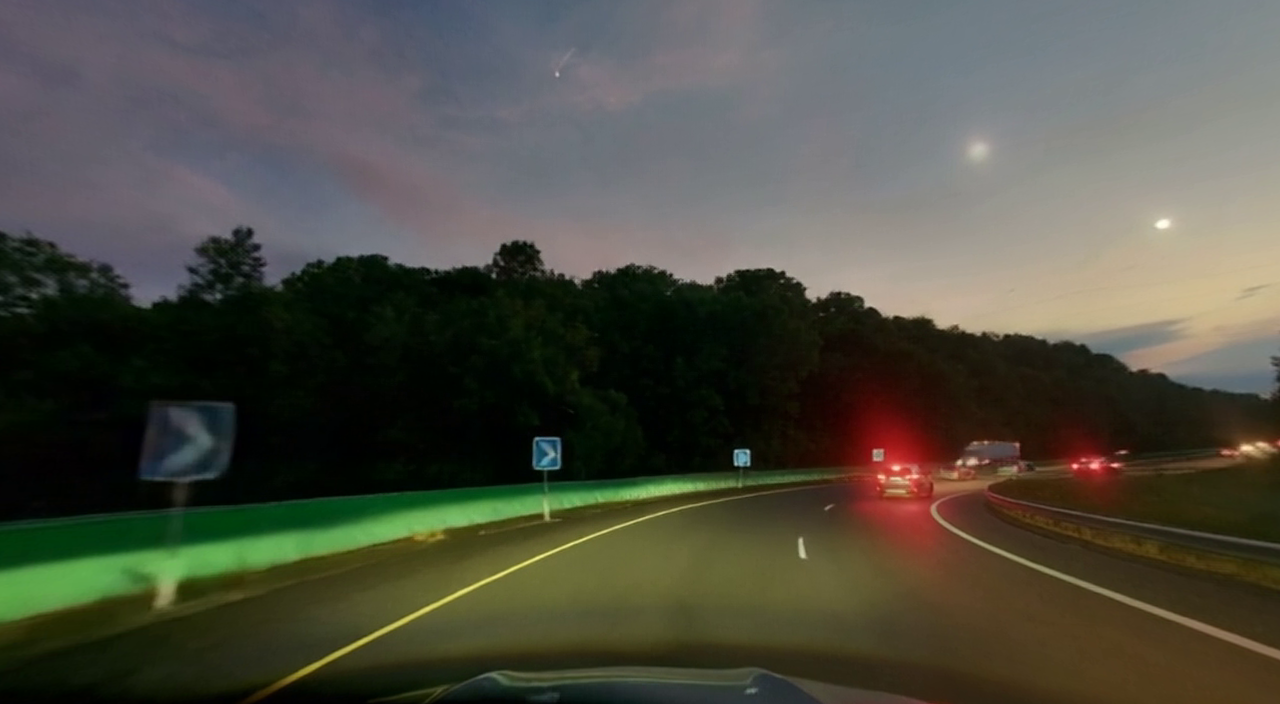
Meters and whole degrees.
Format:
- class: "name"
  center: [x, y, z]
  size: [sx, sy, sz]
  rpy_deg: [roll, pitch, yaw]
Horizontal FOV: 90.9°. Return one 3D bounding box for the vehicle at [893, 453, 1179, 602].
- class: "vehicle"
  center: [5.272, 2.341, 9.208]
  size: [2.023, 1.593, 4.105]
  rpy_deg: [-1, -11, 10]
